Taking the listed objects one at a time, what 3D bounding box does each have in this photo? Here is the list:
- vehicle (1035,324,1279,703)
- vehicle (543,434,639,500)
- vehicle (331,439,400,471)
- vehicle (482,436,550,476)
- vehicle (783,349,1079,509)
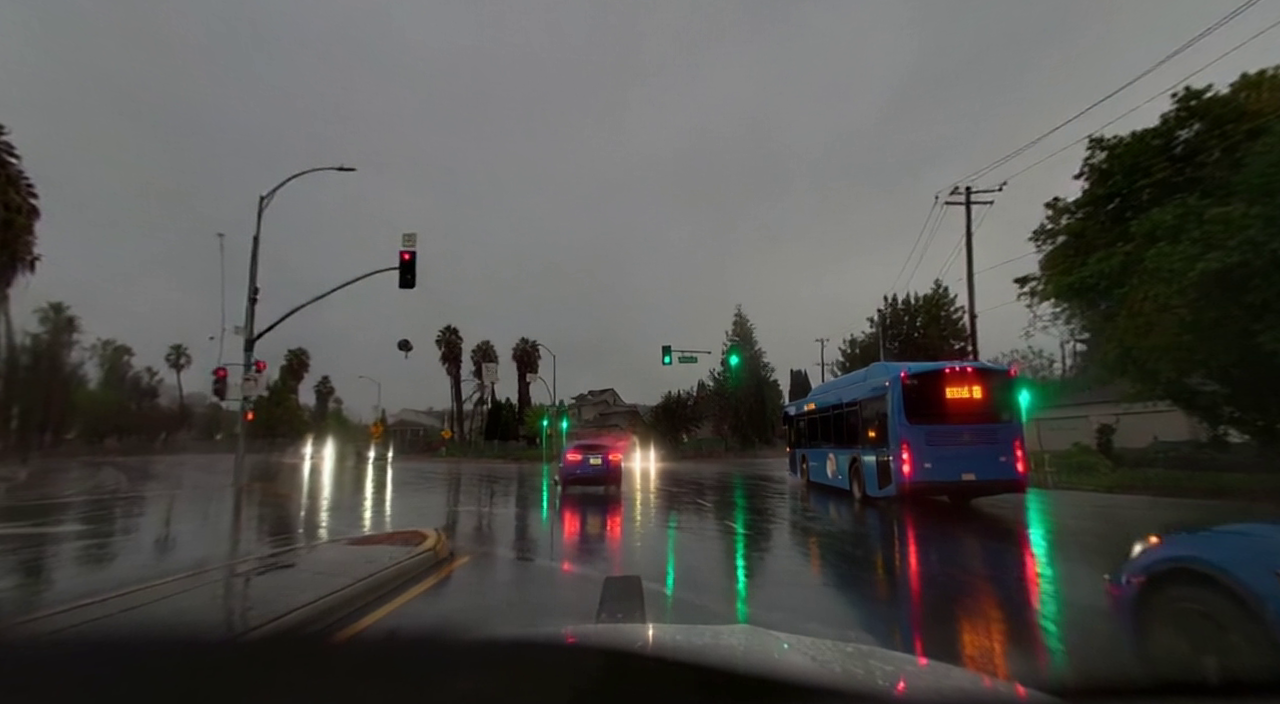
[{"bbox_3d":[3.685,0.624,1.398,2.205,1.803,5.135,0,-9,-1],"label":"vehicle"},{"bbox_3d":[-1.605,3.377,18.976,2.341,1.709,4.466,1,-9,-11],"label":"vehicle"},{"bbox_3d":[-17.450,6.477,39.984,2.283,1.878,5.384,7,-11,-42],"label":"vehicle"},{"bbox_3d":[-6.487,5.338,32.576,2.272,1.891,4.562,4,-9,-26],"label":"vehicle"},{"bbox_3d":[8.012,2.732,21.055,3.483,3.546,13.998,0,-9,1],"label":"vehicle"}]
